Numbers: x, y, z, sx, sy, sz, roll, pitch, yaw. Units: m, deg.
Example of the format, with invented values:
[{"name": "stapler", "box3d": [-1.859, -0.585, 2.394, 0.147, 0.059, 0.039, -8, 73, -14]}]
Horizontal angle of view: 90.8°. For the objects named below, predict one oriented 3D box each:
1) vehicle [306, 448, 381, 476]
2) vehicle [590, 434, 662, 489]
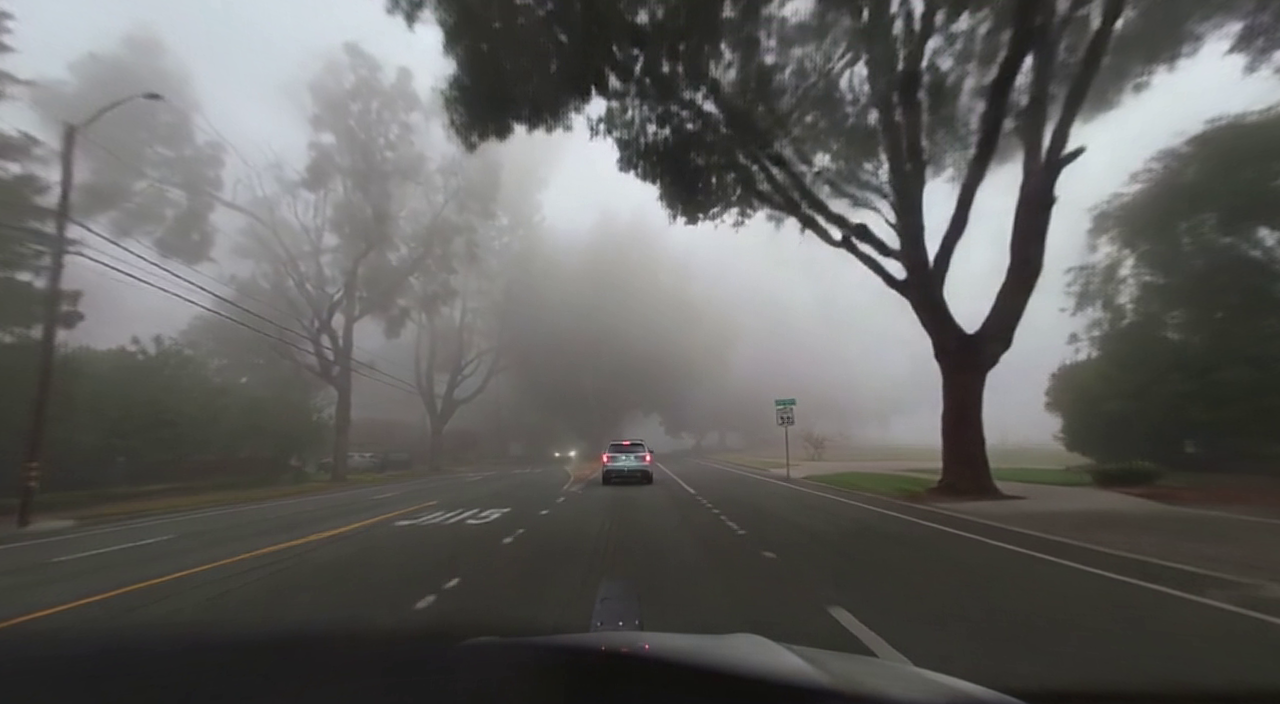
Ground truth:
[{"name": "vehicle", "box3d": [-21.646, 8.028, 46.247, 4.470, 1.917, 1.932, -1, -9, 3]}, {"name": "vehicle", "box3d": [-0.430, 3.605, 21.094, 2.181, 1.639, 4.127, 0, -8, 0]}]
